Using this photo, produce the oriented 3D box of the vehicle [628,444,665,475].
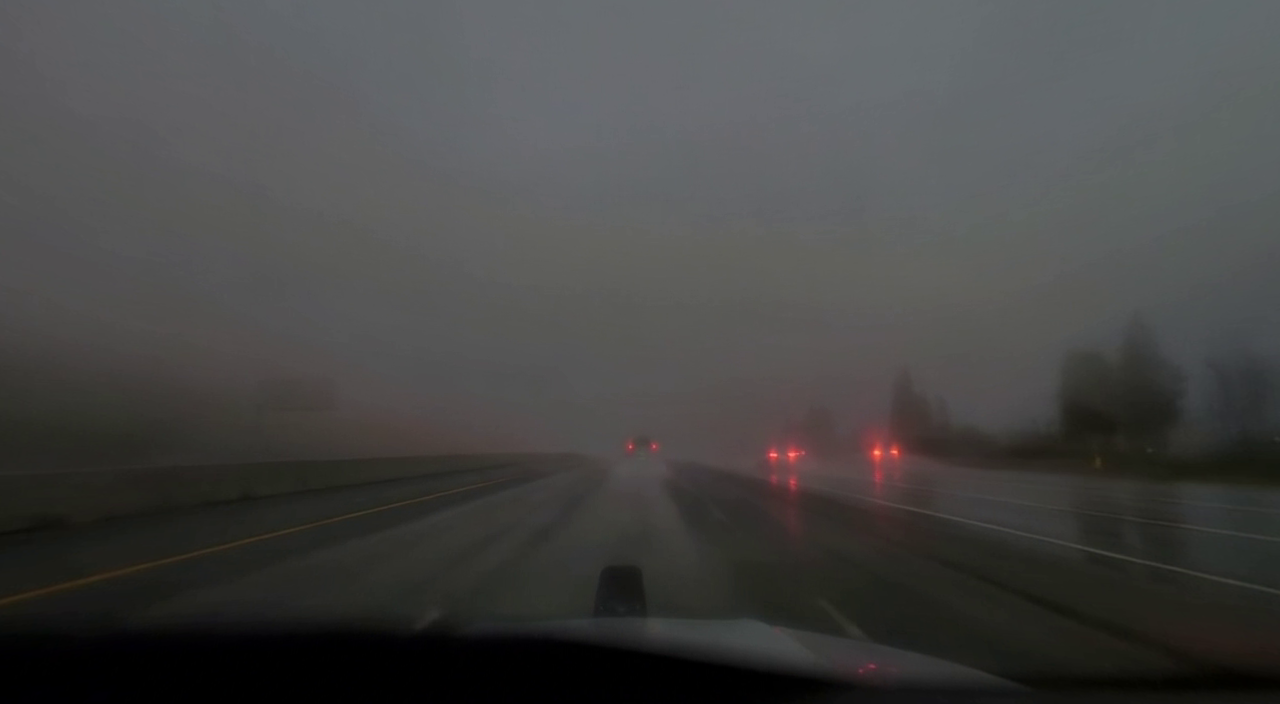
[{"bbox_3d":[0.374,6.136,36.058,2.015,1.639,4.086,0,-9,1],"label":"vehicle"}]
